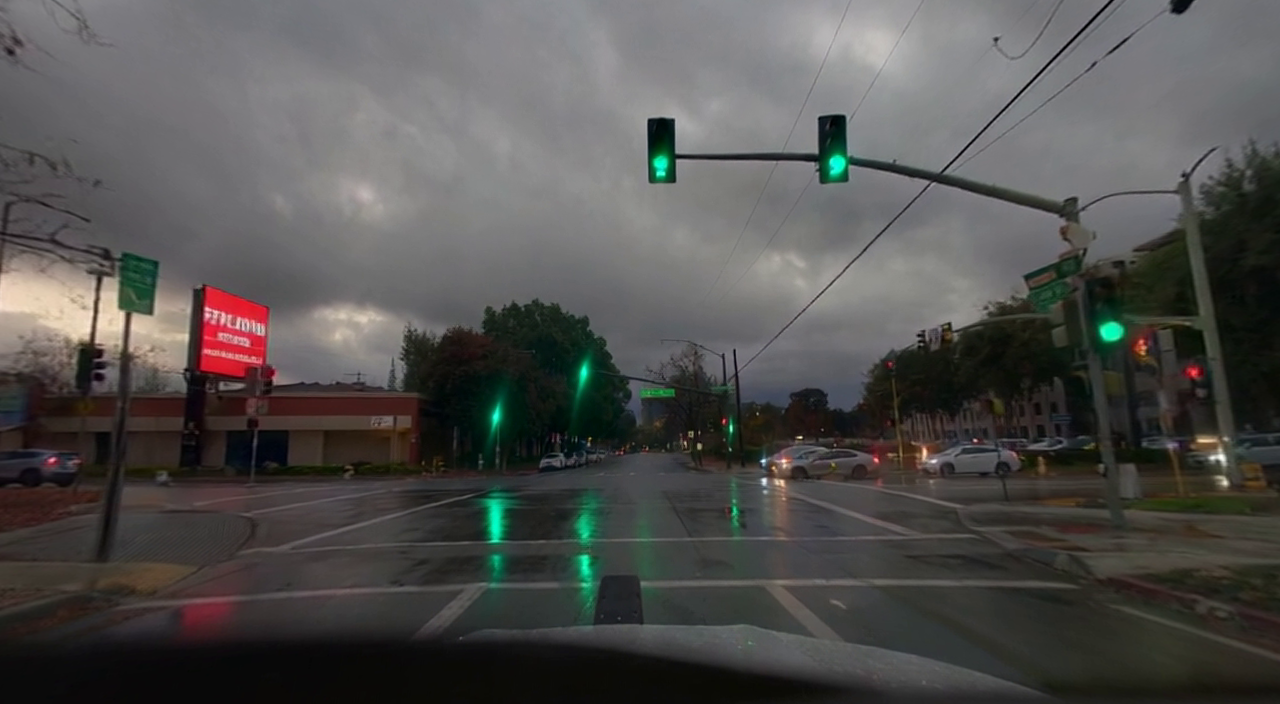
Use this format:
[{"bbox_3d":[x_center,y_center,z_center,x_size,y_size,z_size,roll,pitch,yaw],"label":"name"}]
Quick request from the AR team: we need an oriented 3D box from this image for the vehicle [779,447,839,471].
[{"bbox_3d":[11.130,7.011,41.220,1.955,1.508,4.295,-9,-12,42],"label":"vehicle"}]

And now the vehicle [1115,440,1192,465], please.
[{"bbox_3d":[29.078,5.688,35.591,1.591,1.332,3.202,-2,-8,0],"label":"vehicle"}]

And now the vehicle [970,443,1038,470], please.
[{"bbox_3d":[20.949,5.993,36.243,1.851,1.388,3.475,0,-7,1],"label":"vehicle"}]

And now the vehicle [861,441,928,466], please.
[{"bbox_3d":[16.949,6.760,41.643,4.522,1.546,1.941,6,-11,-35],"label":"vehicle"}]

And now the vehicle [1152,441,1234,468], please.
[{"bbox_3d":[31.448,5.826,35.762,1.612,1.402,3.320,-1,-9,0],"label":"vehicle"}]

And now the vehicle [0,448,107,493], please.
[{"bbox_3d":[-22.824,4.370,23.237,4.362,1.593,1.936,-1,-9,2],"label":"vehicle"}]

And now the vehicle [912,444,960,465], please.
[{"bbox_3d":[21.844,7.598,46.397,1.923,1.463,3.758,-1,-9,3],"label":"vehicle"}]
